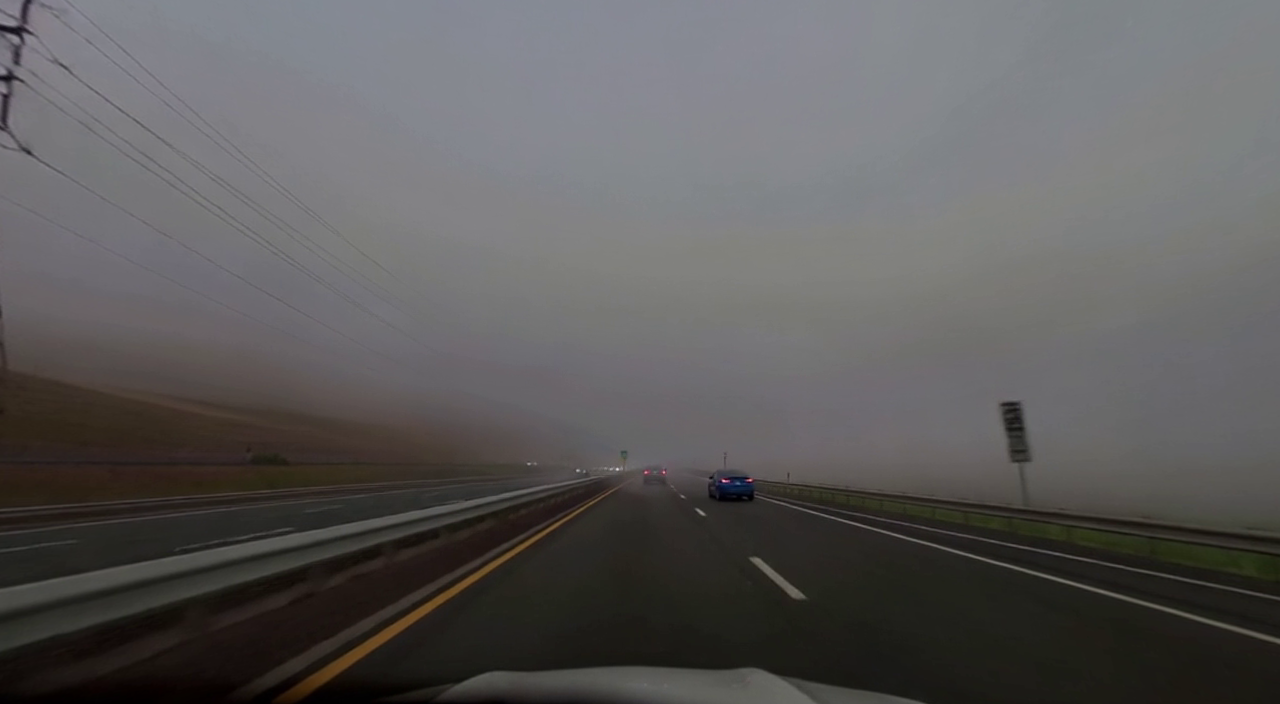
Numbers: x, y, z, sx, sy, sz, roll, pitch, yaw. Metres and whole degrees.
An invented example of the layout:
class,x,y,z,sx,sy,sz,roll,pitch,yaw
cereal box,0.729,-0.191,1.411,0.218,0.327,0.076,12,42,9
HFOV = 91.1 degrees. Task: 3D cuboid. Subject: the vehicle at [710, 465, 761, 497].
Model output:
class,x,y,z,sx,sy,sz,roll,pitch,yaw
vehicle,4.896,6.669,32.706,1.985,1.521,3.904,1,-10,-1
